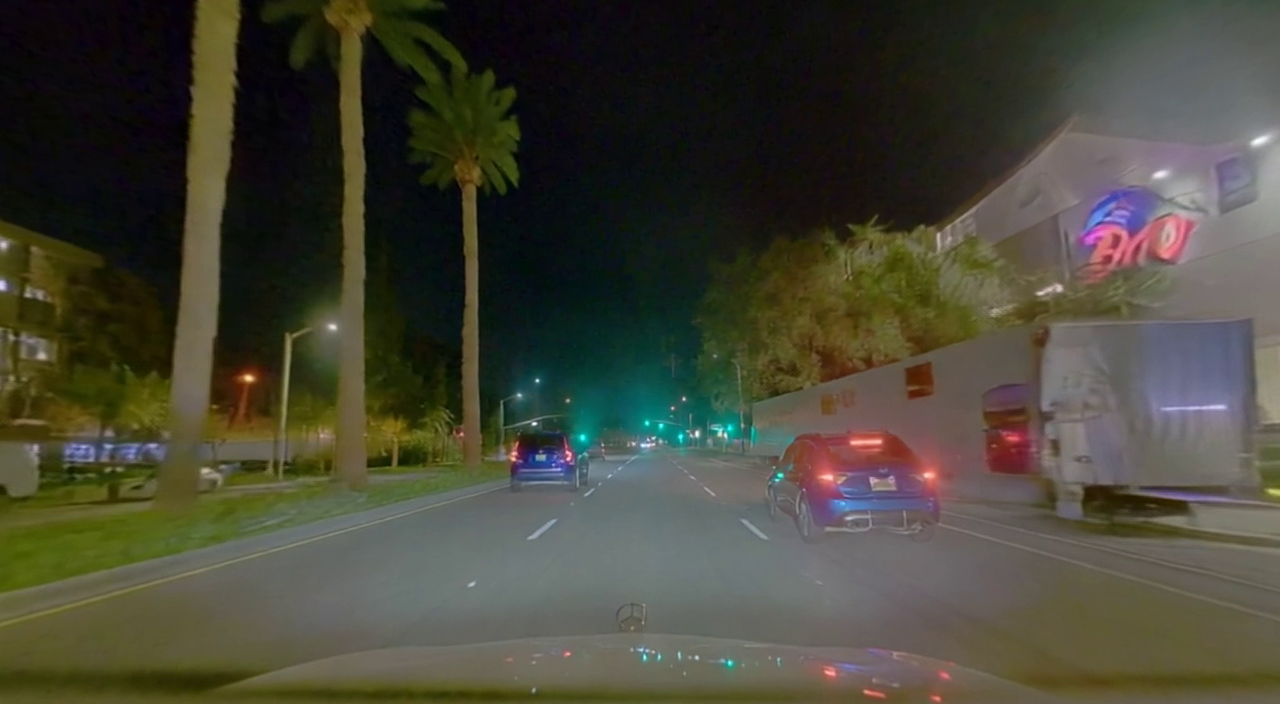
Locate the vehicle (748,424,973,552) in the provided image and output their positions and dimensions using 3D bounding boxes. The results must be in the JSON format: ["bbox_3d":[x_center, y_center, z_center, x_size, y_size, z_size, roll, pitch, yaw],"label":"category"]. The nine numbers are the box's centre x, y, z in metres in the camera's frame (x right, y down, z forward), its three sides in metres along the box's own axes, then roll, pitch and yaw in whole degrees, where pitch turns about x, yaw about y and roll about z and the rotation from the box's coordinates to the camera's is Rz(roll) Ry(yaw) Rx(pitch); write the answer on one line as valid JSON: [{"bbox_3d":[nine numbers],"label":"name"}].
[{"bbox_3d":[3.009,1.945,9.704,1.946,1.513,4.133,0,-8,0],"label":"vehicle"}]

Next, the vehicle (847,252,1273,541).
[{"bbox_3d":[7.025,1.113,12.705,2.902,3.992,8.073,0,-8,0],"label":"vehicle"}]

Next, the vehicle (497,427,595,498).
[{"bbox_3d":[-2.572,3.156,18.439,2.058,1.804,4.391,0,-8,2],"label":"vehicle"}]

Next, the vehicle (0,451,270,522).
[{"bbox_3d":[-21.250,5.232,26.160,2.816,2.198,14.405,-1,-9,2],"label":"vehicle"}]
